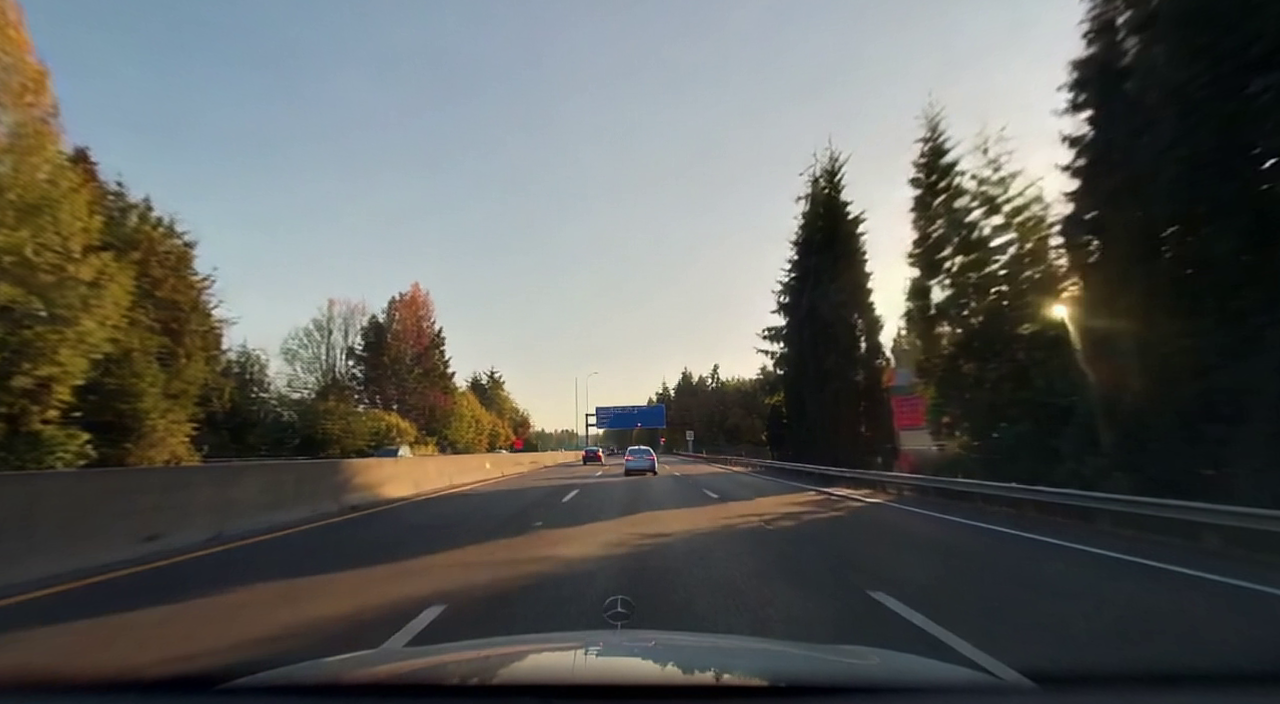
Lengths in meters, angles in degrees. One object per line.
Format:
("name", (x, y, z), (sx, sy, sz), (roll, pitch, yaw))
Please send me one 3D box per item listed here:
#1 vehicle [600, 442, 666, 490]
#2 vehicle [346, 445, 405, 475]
("vehicle", (-0.258, 3.899, 21.798), (2.066, 1.490, 3.759), (0, -9, -1))
("vehicle", (-16.850, 6.869, 40.112), (1.936, 1.768, 4.216), (-1, -9, 0))
